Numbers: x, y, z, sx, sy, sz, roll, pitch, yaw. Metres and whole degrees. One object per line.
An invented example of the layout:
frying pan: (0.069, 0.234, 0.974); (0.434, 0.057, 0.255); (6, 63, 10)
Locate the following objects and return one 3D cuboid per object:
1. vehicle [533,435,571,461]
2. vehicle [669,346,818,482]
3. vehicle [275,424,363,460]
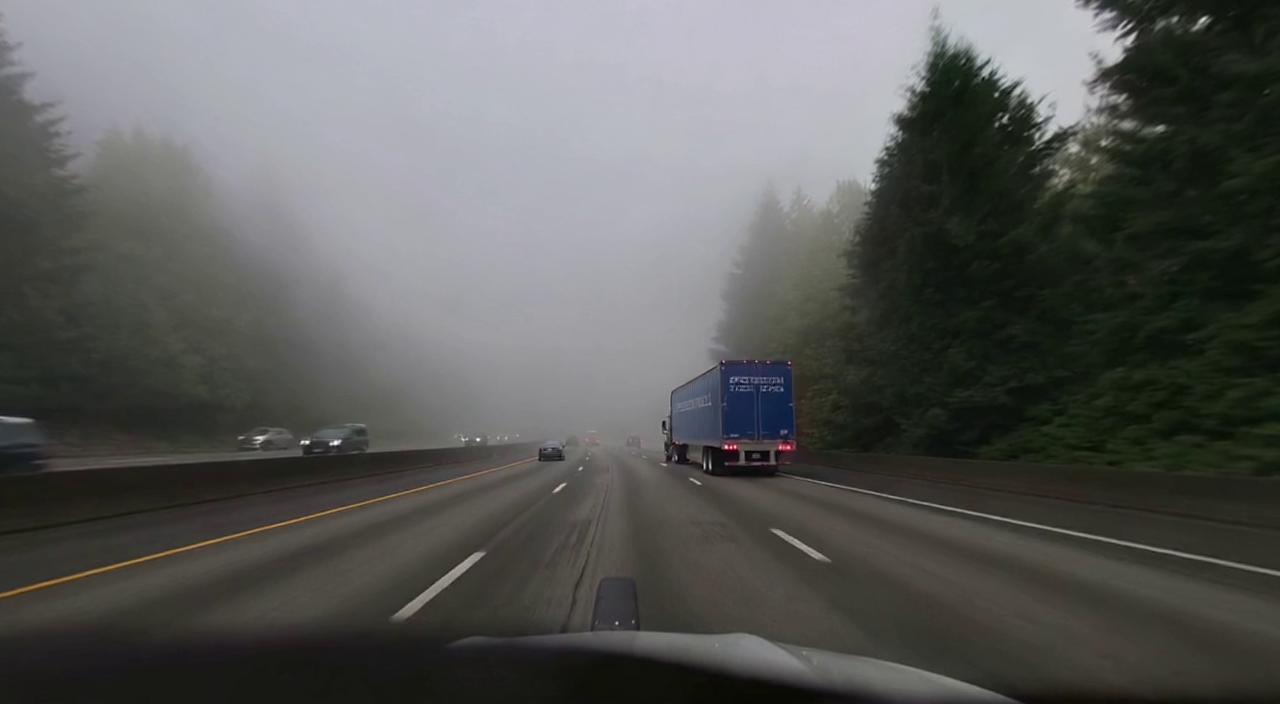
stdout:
vehicle: (-5.516, 6.049, 39.900); (2.030, 1.547, 3.862); (0, -8, -3)
vehicle: (3.438, 2.799, 26.040); (2.910, 4.051, 14.278); (0, -8, -3)
vehicle: (-15.723, 4.436, 31.170); (2.130, 1.667, 4.524); (0, -8, -2)
